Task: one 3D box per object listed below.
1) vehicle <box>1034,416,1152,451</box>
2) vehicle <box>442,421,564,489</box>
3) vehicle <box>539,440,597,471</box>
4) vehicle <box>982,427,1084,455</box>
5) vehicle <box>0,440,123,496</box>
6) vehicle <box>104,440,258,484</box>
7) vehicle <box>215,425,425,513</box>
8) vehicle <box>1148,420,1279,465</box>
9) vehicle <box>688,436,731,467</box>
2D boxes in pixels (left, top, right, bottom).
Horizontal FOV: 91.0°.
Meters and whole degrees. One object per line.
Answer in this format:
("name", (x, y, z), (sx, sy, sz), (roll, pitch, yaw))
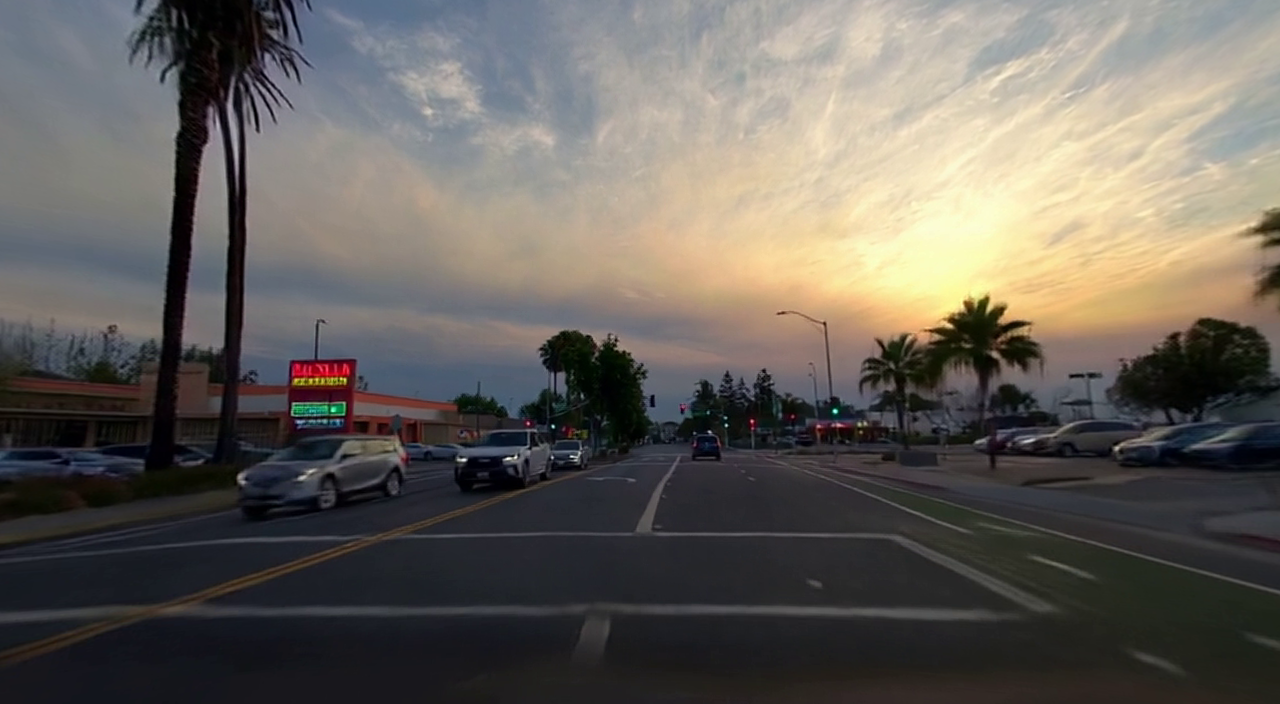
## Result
("vehicle", (26.562, 4.851, 37.117), (2.308, 1.868, 4.999), (4, -9, -25))
("vehicle", (-4.395, 3.465, 21.483), (2.551, 1.995, 5.615), (-1, -8, 4))
("vehicle", (-3.660, 5.359, 32.873), (2.090, 1.489, 4.909), (-1, -8, 5))
("vehicle", (23.077, 5.243, 37.123), (2.028, 1.556, 4.625), (4, -9, -27))
("vehicle", (-20.328, 3.836, 20.885), (4.498, 1.729, 2.102), (-1, -9, 2))
("vehicle", (-19.593, 4.700, 27.018), (5.050, 1.758, 2.134), (-1, -9, 5))
("vehicle", (-8.351, 3.104, 17.403), (2.328, 1.976, 5.915), (-1, -8, 5))
("vehicle", (19.802, 3.012, 20.924), (4.140, 1.422, 1.869), (0, -8, 2))
("vehicle", (3.595, 5.200, 33.129), (2.065, 1.507, 4.225), (-1, -8, 4))
